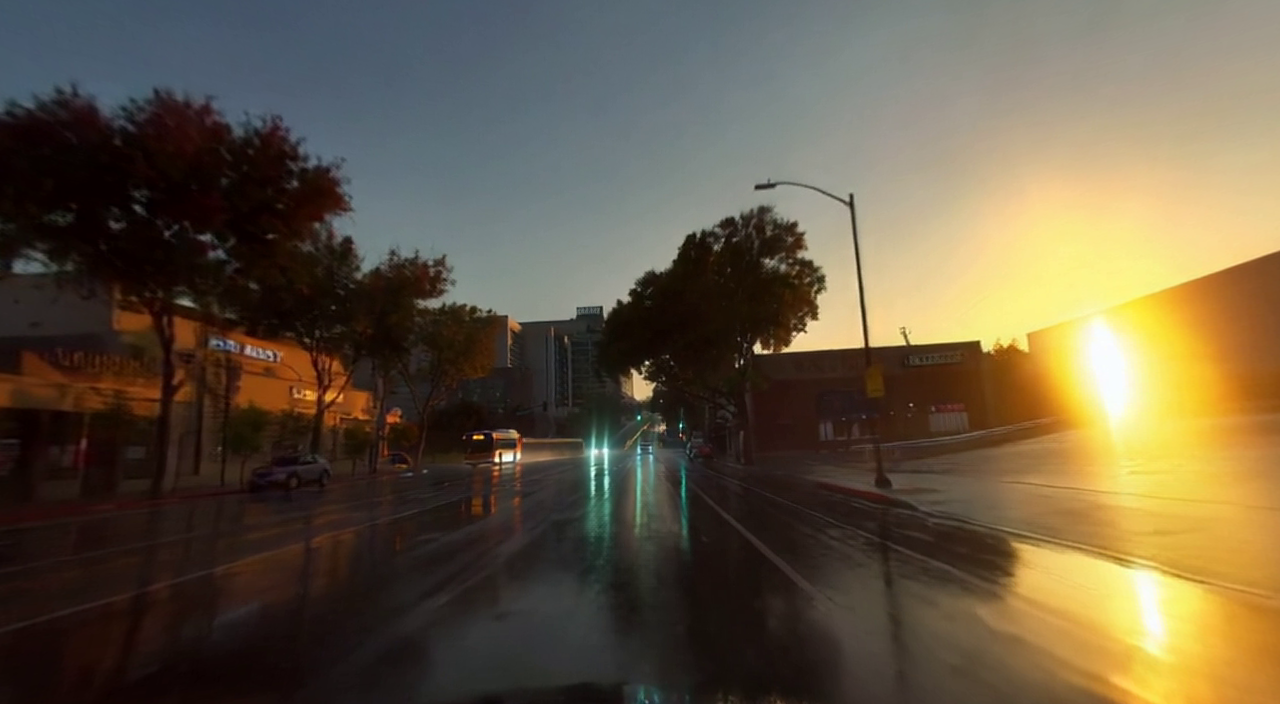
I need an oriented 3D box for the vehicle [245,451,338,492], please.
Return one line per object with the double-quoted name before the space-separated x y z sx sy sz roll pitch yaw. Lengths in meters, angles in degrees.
"vehicle" -17.239 5.908 31.465 1.896 1.844 4.620 0 -9 1
